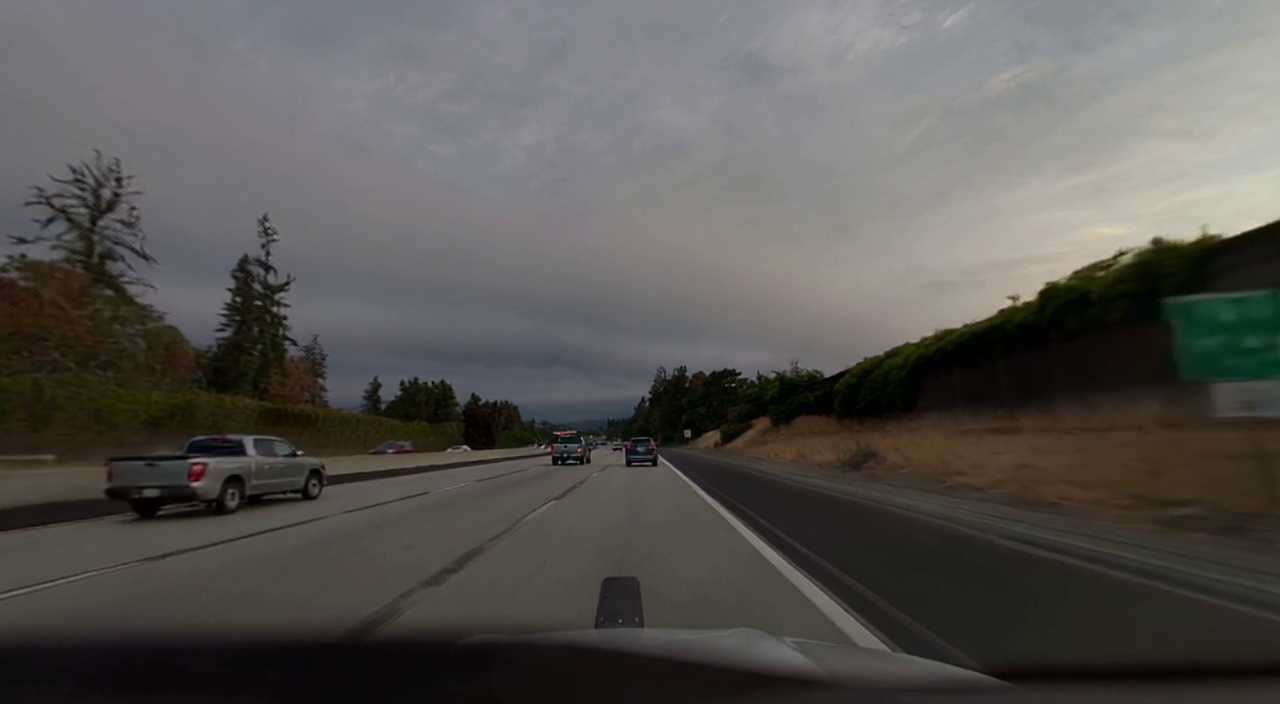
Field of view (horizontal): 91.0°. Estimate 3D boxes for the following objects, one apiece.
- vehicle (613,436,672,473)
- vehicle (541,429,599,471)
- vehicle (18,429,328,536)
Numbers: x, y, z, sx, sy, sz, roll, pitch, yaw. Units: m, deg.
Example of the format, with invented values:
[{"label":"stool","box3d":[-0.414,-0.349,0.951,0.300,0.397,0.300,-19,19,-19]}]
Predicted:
[{"label":"vehicle","box3d":[0.151,5.096,31.601,2.715,1.669,5.163,0,-8,1]},{"label":"vehicle","box3d":[-3.458,4.987,32.119,2.250,1.947,4.860,0,-8,2]},{"label":"vehicle","box3d":[-7.839,2.204,11.301,2.149,1.526,4.361,0,-8,1]}]
